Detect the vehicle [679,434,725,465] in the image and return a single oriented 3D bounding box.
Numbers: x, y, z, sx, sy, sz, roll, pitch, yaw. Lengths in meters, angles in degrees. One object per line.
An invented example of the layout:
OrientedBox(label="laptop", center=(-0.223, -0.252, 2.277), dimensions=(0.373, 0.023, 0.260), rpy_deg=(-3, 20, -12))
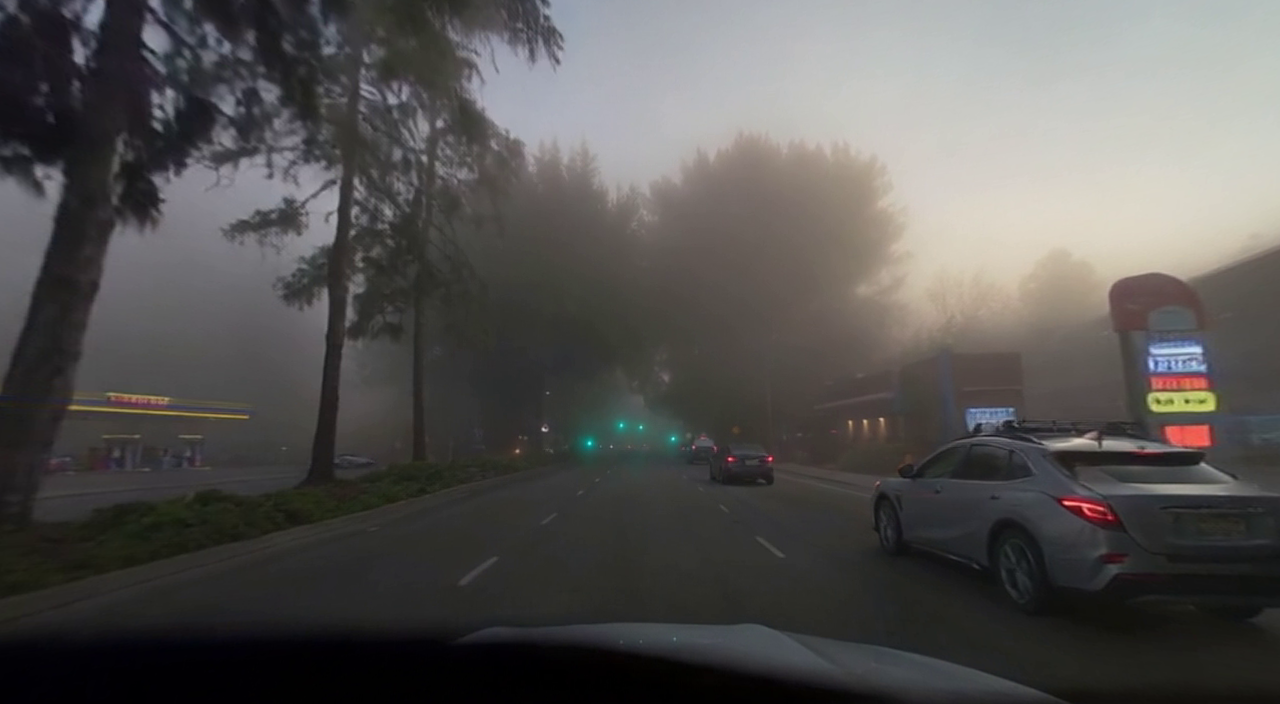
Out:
OrientedBox(label="vehicle", center=(4.105, 6.588, 42.597), dimensions=(2.611, 1.983, 5.165), rpy_deg=(0, -9, 0))

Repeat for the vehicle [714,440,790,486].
OrientedBox(label="vehicle", center=(3.802, 3.835, 22.083), dimensions=(1.871, 1.442, 4.122), rpy_deg=(0, -9, 0))

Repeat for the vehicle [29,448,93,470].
OrientedBox(label="vehicle", center=(-43.988, 8.095, 48.007), dimensions=(1.820, 1.459, 4.381), rpy_deg=(1, -8, -18))

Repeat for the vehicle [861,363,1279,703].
OrientedBox(label="vehicle", center=(3.620, 1.244, 5.081), dimensions=(1.875, 1.665, 4.931), rpy_deg=(0, -9, 0))
